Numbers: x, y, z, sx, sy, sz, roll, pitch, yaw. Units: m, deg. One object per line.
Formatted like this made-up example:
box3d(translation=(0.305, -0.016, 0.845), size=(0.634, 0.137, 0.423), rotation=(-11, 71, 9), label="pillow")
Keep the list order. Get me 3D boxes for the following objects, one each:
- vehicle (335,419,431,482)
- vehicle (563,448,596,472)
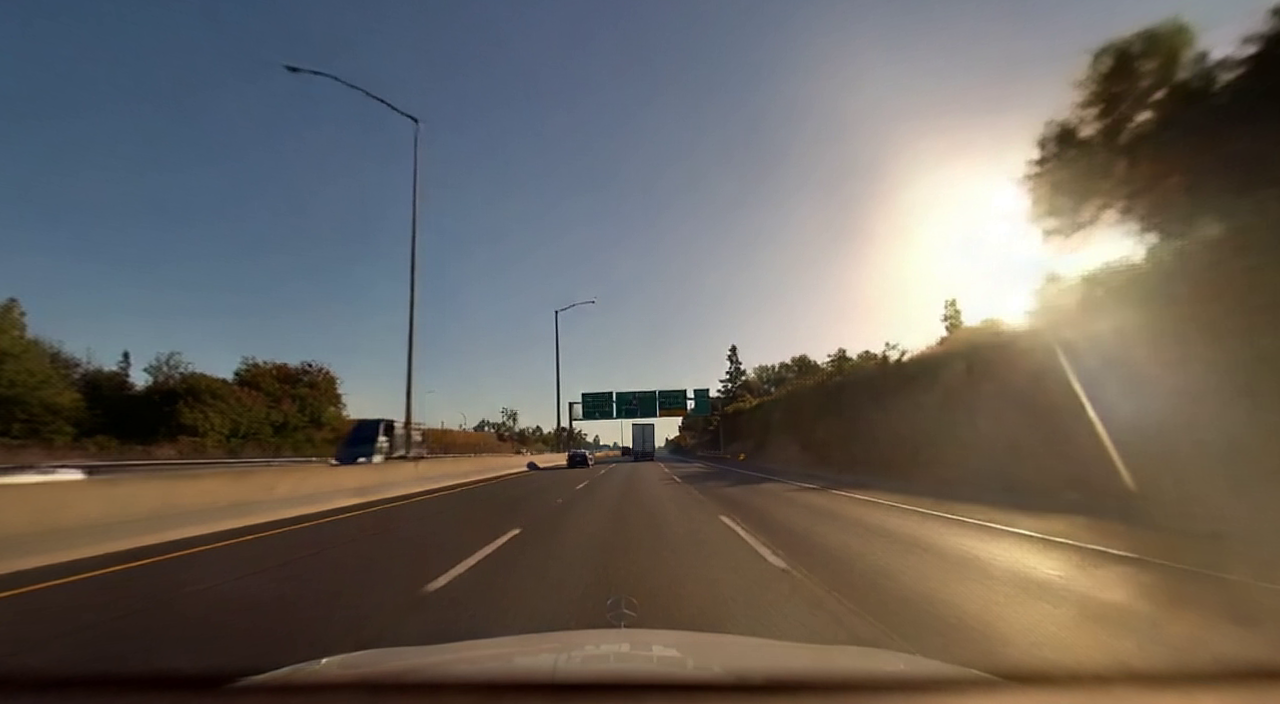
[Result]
box3d(translation=(-14.843, 5.804, 37.130), size=(2.647, 3.305, 7.301), rotation=(0, -9, -1), label="vehicle")
box3d(translation=(-3.991, 7.209, 42.283), size=(1.886, 1.465, 4.119), rotation=(0, -9, 0), label="vehicle")
